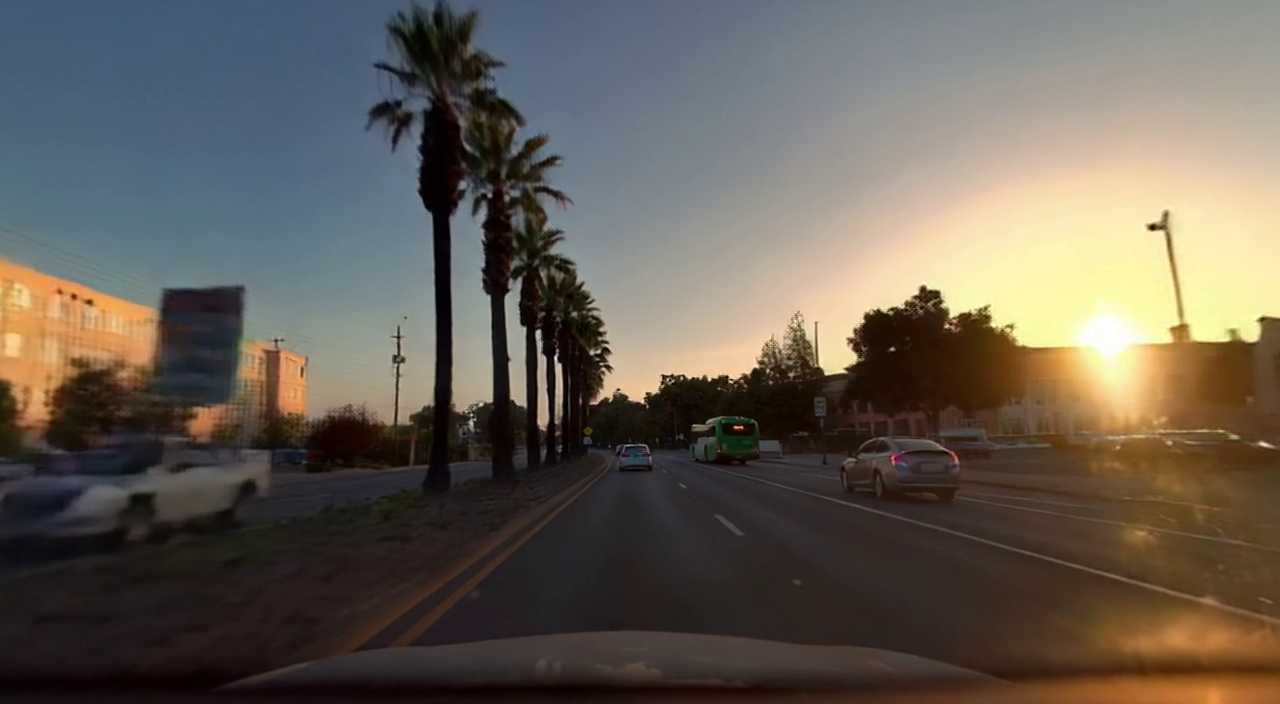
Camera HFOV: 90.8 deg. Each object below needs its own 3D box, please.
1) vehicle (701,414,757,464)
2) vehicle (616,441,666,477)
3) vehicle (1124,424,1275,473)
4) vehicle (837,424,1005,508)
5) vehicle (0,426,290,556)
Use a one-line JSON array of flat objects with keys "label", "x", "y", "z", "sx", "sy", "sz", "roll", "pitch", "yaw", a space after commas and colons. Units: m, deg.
[{"label": "vehicle", "x": 6.520, "y": 6.648, "z": 47.677, "sx": 2.795, "sy": 3.383, "sz": 9.287, "roll": 0, "pitch": -9, "yaw": -1}, {"label": "vehicle", "x": 0.036, "y": 4.792, "z": 28.466, "sx": 2.065, "sy": 1.477, "sz": 4.306, "roll": 0, "pitch": -9, "yaw": 0}, {"label": "vehicle", "x": 23.352, "y": 4.036, "z": 26.471, "sx": 4.595, "sy": 1.845, "sz": 1.919, "roll": -1, "pitch": -8, "yaw": -5}, {"label": "vehicle", "x": 6.348, "y": 2.628, "z": 14.919, "sx": 2.031, "sy": 1.670, "sz": 4.154, "roll": 0, "pitch": -9, "yaw": 0}, {"label": "vehicle", "x": -8.802, "y": 2.340, "z": 11.437, "sx": 2.106, "sy": 1.817, "sz": 4.847, "roll": 0, "pitch": -9, "yaw": 0}]
